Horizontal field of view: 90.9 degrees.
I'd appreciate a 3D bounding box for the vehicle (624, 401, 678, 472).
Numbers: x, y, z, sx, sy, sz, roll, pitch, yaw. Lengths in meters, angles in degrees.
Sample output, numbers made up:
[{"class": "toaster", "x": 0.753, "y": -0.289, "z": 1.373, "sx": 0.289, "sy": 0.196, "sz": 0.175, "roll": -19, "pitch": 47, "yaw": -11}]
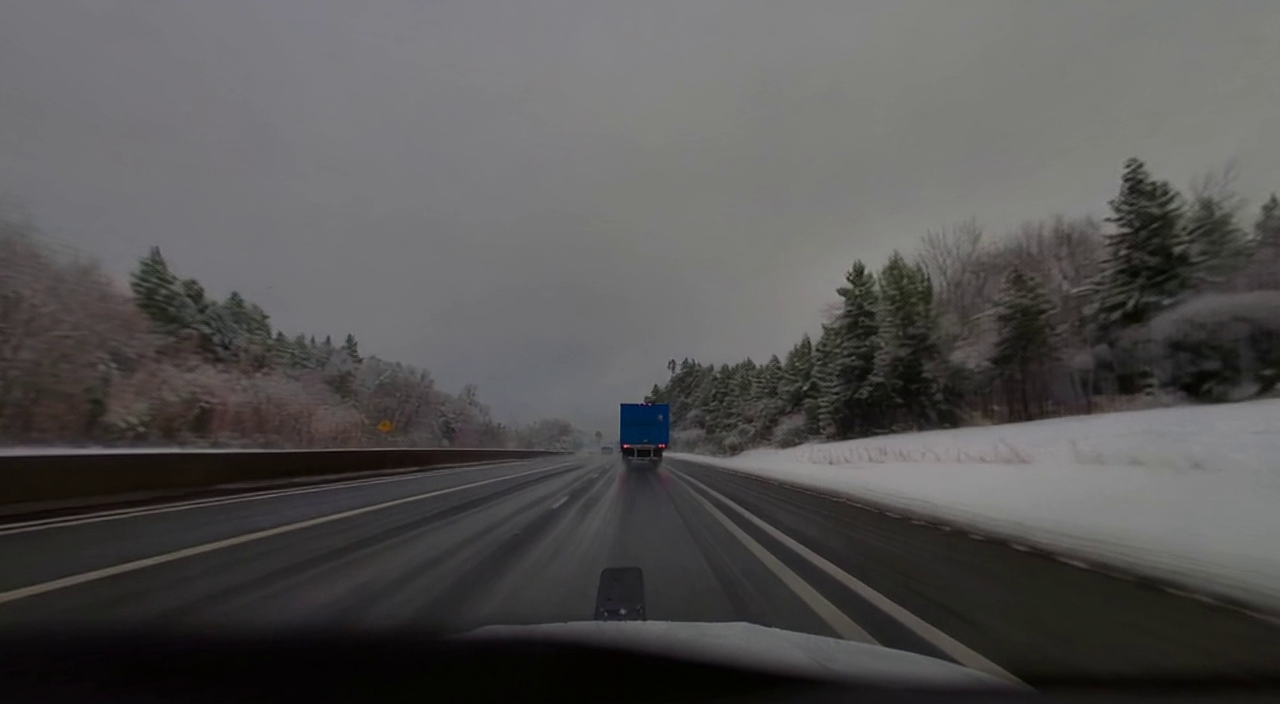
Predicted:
[{"class": "vehicle", "x": 0.502, "y": 5.701, "z": 41.723, "sx": 3.055, "sy": 4.009, "sz": 10.972, "roll": 0, "pitch": -9, "yaw": -2}]
